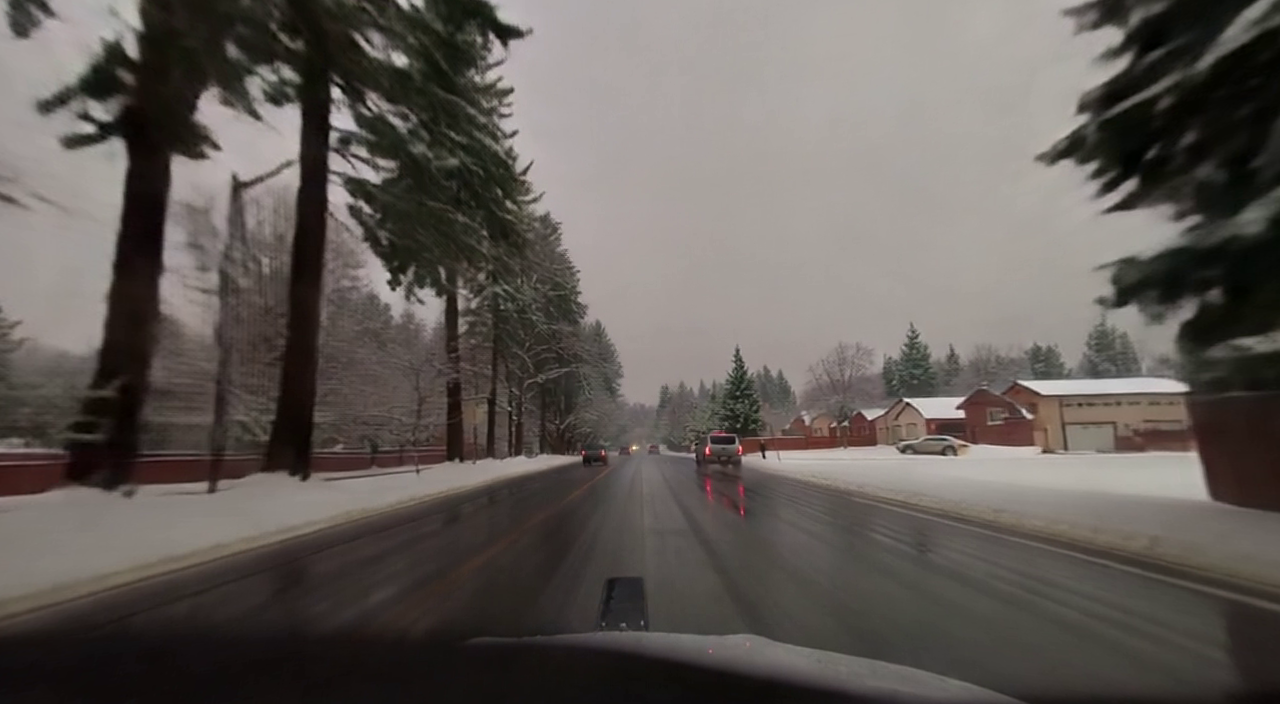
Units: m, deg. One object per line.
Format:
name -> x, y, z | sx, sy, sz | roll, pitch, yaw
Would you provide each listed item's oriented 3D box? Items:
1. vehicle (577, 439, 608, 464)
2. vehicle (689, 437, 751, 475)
vehicle -> -3.596, 7.600, 48.192 | 2.002, 1.747, 4.728 | 0, -8, 0
vehicle -> 3.759, 5.026, 30.679 | 2.321, 1.695, 5.037 | 0, -8, 0
